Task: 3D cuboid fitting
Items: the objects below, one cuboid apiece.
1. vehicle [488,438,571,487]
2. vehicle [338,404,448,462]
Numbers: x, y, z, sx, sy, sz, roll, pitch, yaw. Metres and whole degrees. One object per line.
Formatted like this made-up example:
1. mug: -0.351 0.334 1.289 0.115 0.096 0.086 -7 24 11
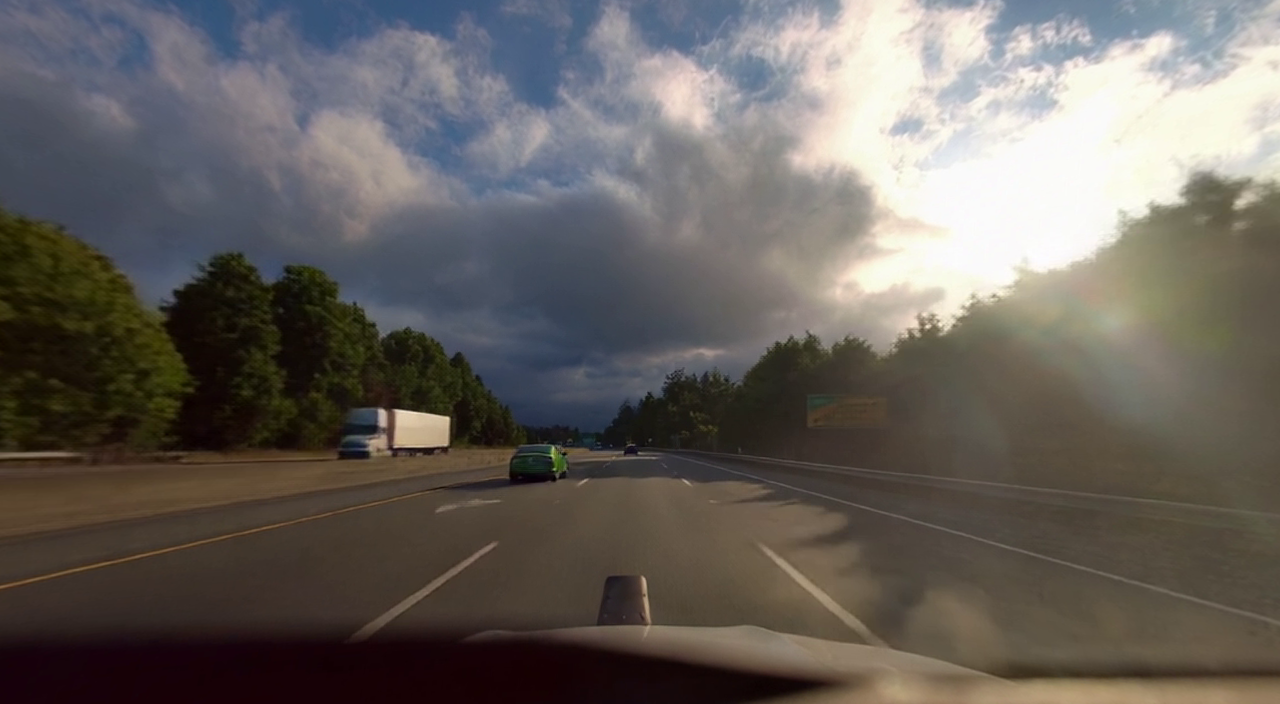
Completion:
1. vehicle: -3.863 3.967 22.937 2.083 1.560 4.713 0 -9 1
2. vehicle: -17.690 6.191 46.781 2.973 3.650 13.844 0 -9 -2
